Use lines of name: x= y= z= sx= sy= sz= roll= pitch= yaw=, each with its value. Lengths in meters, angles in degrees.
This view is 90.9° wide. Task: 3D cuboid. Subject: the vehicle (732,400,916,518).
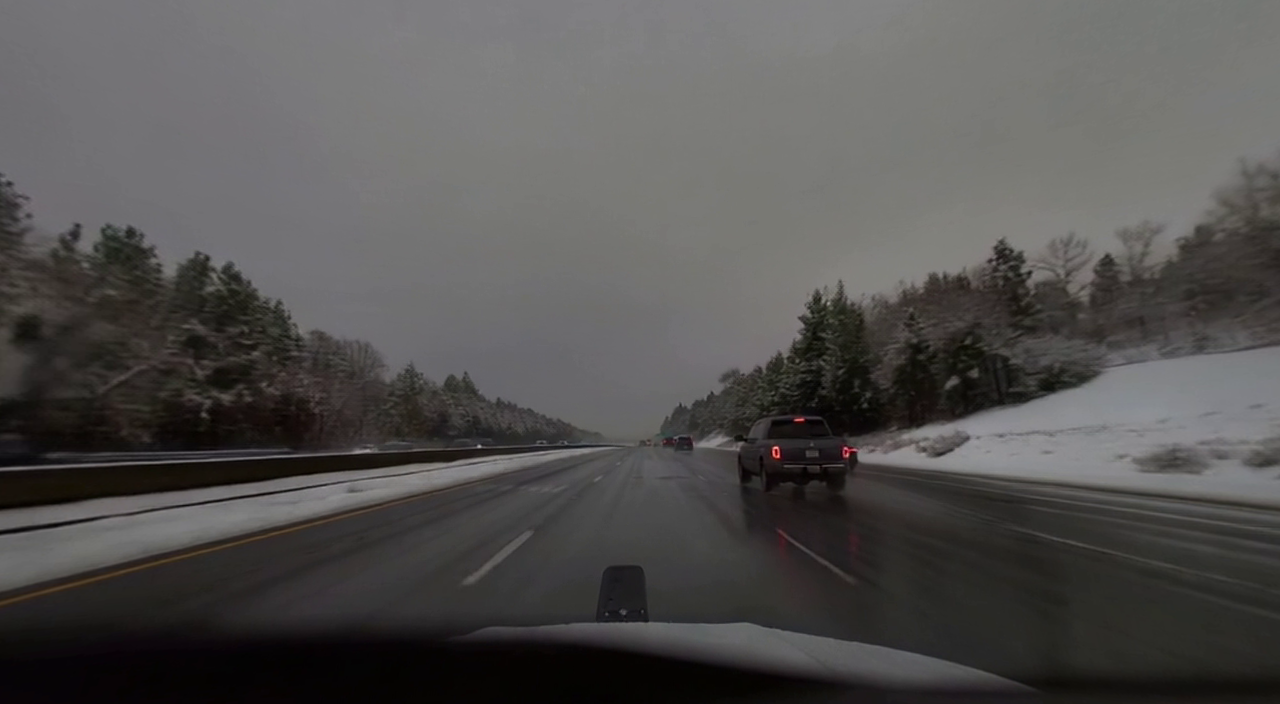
vehicle: x=3.519 y=2.202 z=13.504 sx=2.218 sy=1.964 sz=5.662 roll=0 pitch=-8 yaw=0

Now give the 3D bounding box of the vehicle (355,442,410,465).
vehicle: x=-17.147 y=6.760 z=42.246 sx=1.774 sy=1.469 sz=4.331 roll=-1 pitch=-8 yaw=1
